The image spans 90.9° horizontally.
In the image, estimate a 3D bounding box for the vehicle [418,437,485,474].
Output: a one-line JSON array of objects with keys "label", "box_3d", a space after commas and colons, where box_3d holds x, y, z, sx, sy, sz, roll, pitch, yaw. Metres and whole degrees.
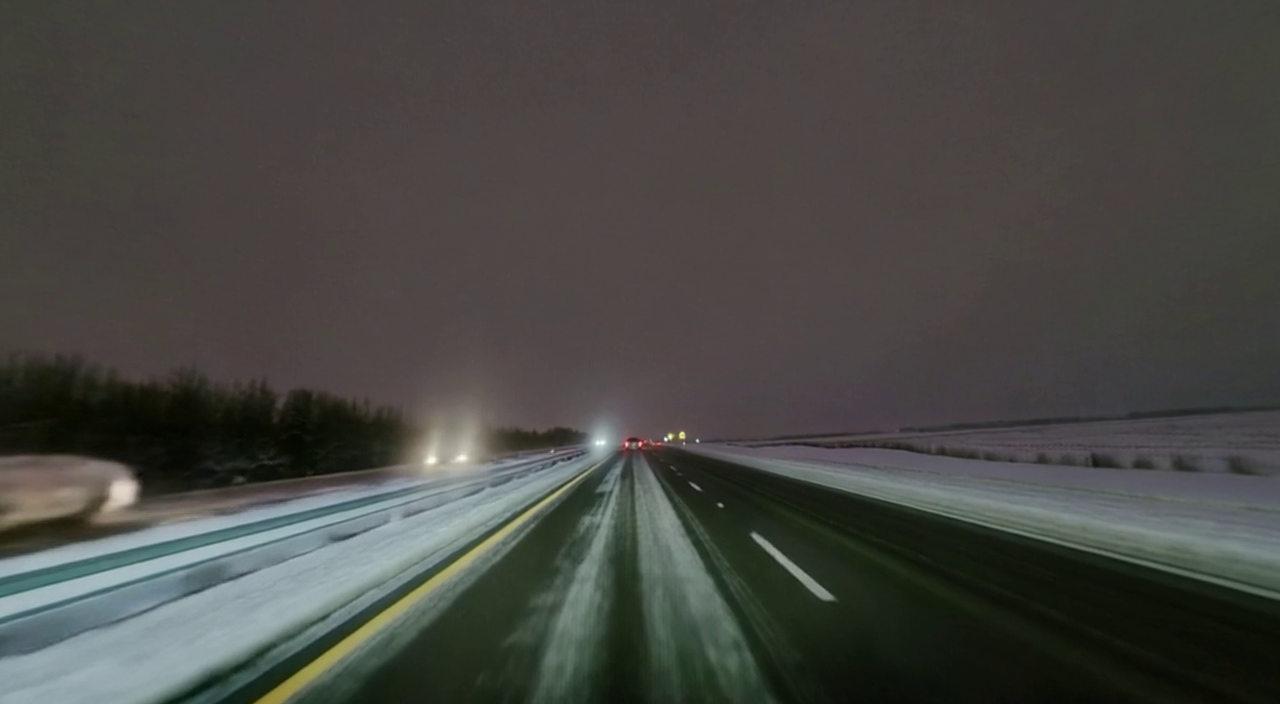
[{"label": "vehicle", "box_3d": [-9.115, 4.999, 30.886, 1.983, 1.630, 4.308, 0, -8, -1]}]
